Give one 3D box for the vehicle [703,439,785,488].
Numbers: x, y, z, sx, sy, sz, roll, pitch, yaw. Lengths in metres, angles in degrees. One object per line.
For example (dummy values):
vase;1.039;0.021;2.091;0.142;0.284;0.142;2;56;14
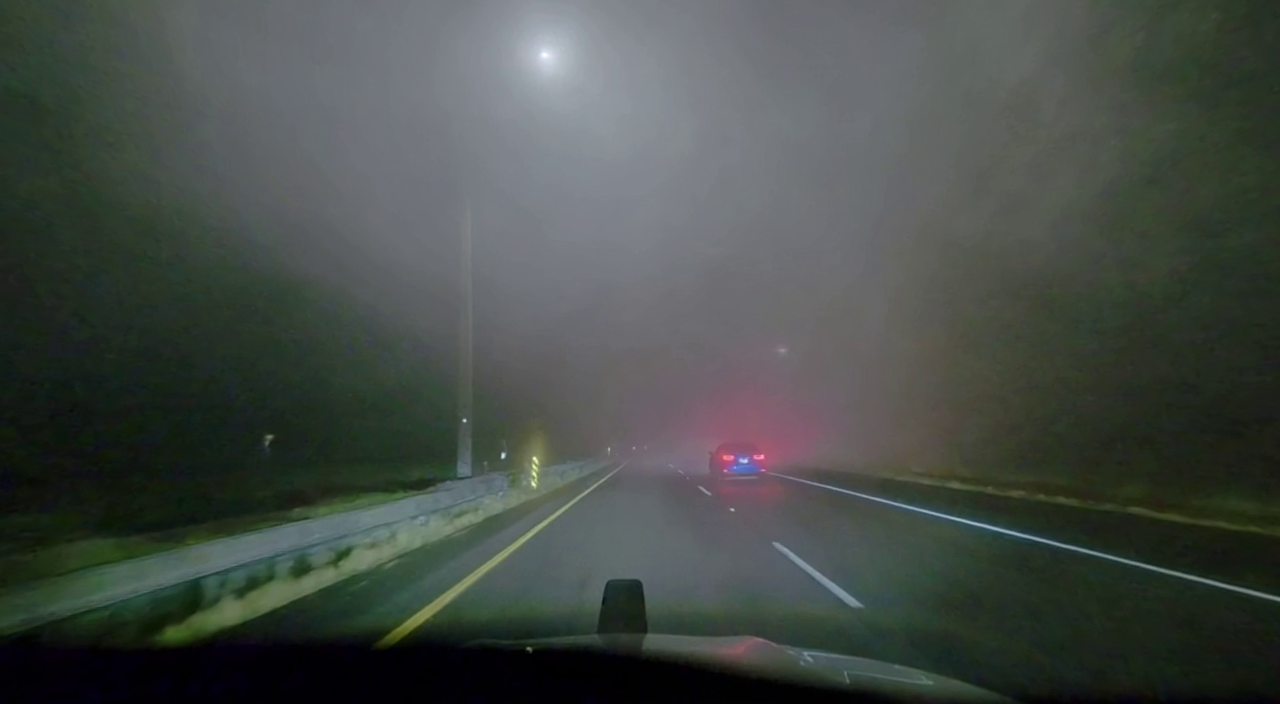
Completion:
vehicle;3.401;3.734;21.535;2.003;1.466;4.441;0;-8;-1
